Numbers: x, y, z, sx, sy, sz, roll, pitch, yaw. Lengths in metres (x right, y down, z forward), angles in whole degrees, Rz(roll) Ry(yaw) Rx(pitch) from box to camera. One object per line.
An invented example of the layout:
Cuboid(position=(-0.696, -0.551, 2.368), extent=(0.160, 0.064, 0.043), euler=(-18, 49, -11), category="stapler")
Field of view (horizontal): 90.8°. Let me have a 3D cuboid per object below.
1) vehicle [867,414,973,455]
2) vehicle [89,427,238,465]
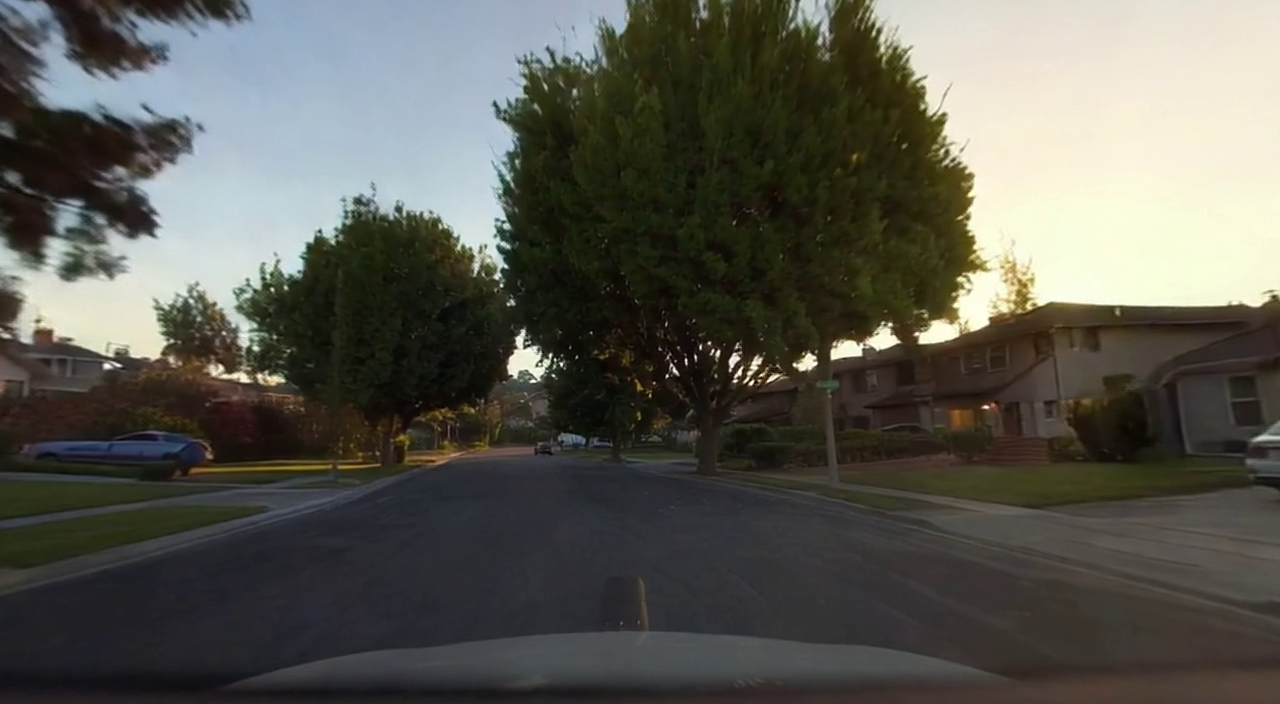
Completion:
Cuboid(position=(14.861, 4.422, 33.729), extent=(4.829, 1.772, 2.092), euler=(-8, -9, 22), category="vehicle")
Cuboid(position=(-20.667, 4.157, 27.640), extent=(4.654, 1.457, 1.986), euler=(3, -11, -10), category="vehicle")
